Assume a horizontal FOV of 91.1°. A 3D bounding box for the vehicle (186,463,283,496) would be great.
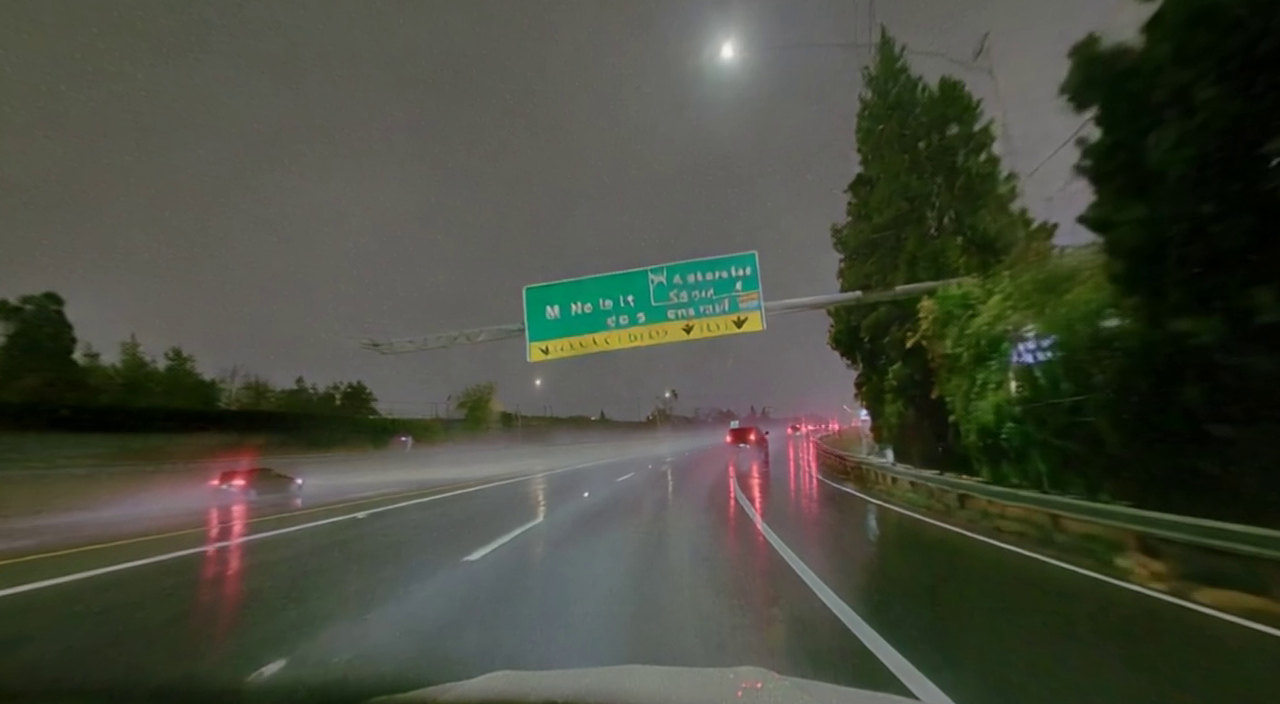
[{"bbox_3d":[-24.936,7.794,38.733,2.145,1.717,4.448,-6,-10,33],"label":"vehicle"}]
